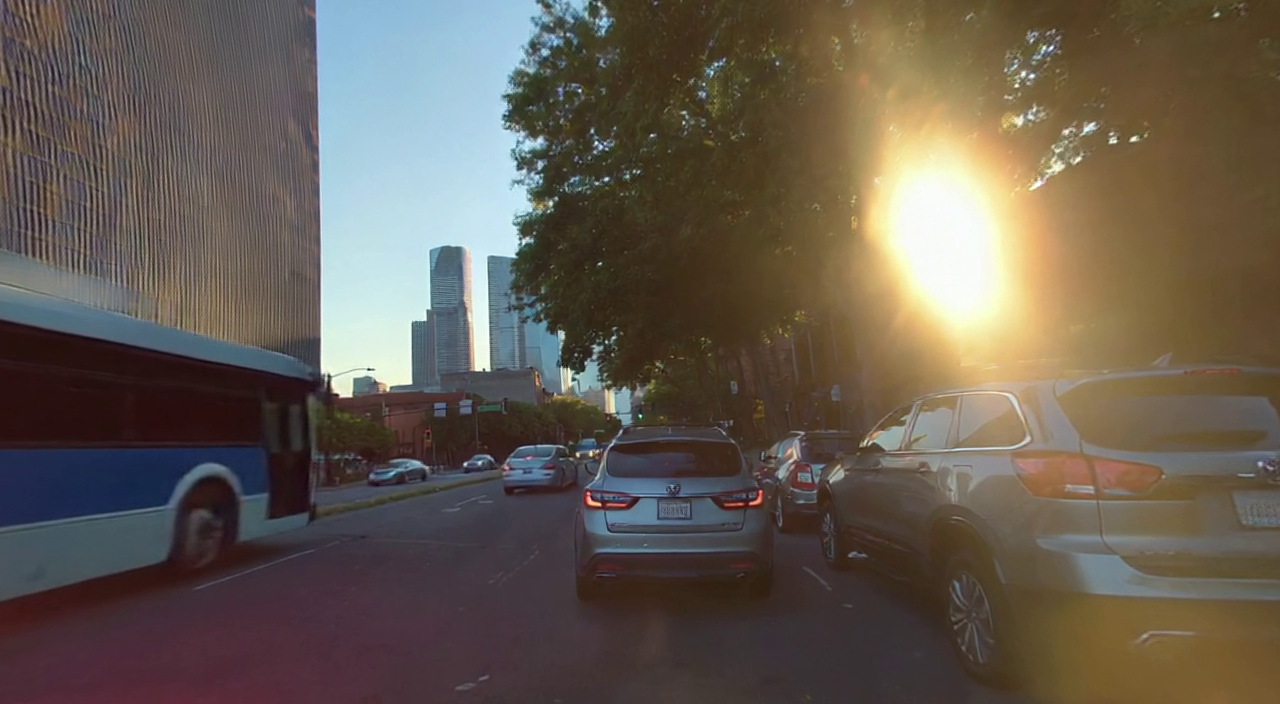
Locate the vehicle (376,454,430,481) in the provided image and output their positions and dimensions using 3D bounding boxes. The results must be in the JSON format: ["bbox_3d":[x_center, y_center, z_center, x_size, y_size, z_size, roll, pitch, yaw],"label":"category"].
[{"bbox_3d":[-16.272,7.948,43.519,1.887,1.709,4.403,0,-9,2],"label":"vehicle"}]

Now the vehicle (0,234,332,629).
[{"bbox_3d":[-6.988,0.714,5.634,3.152,3.309,10.159,0,-9,1],"label":"vehicle"}]

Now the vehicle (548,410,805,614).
[{"bbox_3d":[0.233,1.546,6.889,2.045,1.608,3.573,0,-9,-2],"label":"vehicle"}]

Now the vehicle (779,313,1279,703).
[{"bbox_3d":[2.754,1.110,5.000,2.117,1.855,4.794,0,-9,-1],"label":"vehicle"}]

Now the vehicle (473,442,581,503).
[{"bbox_3d":[-2.996,3.307,17.848,2.088,1.483,4.708,0,-9,1],"label":"vehicle"}]
